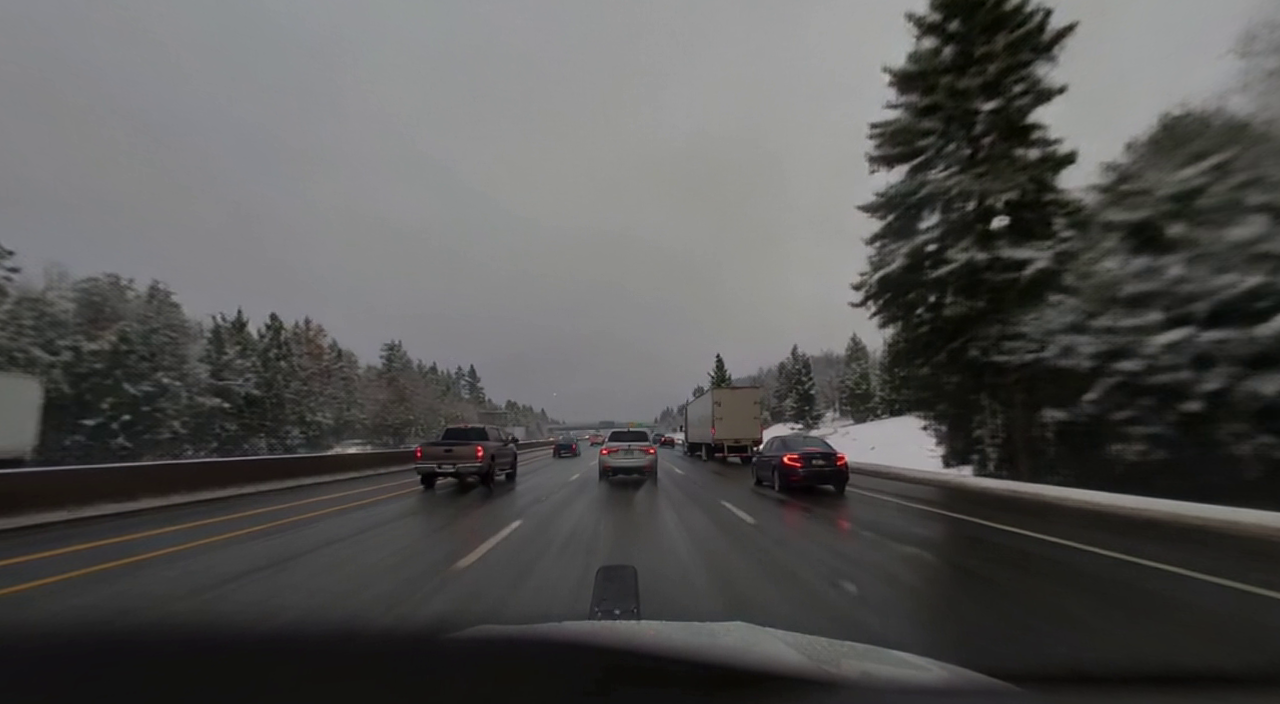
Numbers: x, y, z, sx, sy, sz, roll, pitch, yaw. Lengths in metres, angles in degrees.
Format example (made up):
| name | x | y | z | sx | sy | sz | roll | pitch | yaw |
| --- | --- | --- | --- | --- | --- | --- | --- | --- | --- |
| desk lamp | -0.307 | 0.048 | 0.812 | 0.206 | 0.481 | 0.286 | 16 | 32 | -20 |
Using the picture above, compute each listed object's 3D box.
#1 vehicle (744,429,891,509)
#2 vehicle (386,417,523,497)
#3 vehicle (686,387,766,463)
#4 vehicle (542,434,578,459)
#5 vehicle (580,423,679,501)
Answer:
| name | x | y | z | sx | sy | sz | roll | pitch | yaw |
| --- | --- | --- | --- | --- | --- | --- | --- | --- | --- |
| vehicle | 3.672 | 2.472 | 13.850 | 1.951 | 1.477 | 3.963 | 0 | -8 | -2 |
| vehicle | -4.546 | 2.649 | 16.347 | 2.101 | 1.767 | 4.702 | 0 | -8 | 0 |
| vehicle | 5.174 | 4.910 | 41.281 | 2.888 | 4.135 | 14.071 | 0 | -8 | -2 |
| vehicle | -5.476 | 6.478 | 43.465 | 1.971 | 1.648 | 3.983 | 0 | -8 | -1 |
| vehicle | -0.249 | 2.584 | 15.245 | 2.083 | 1.647 | 3.799 | 0 | -8 | -1 |
